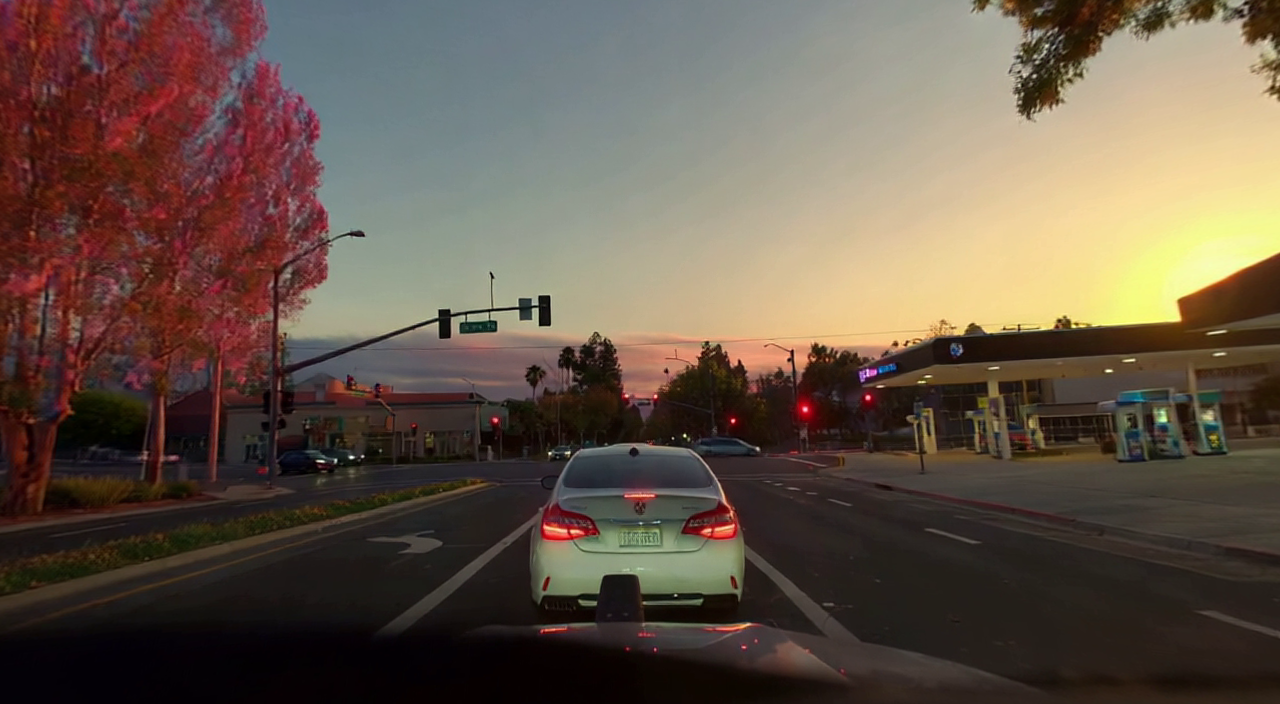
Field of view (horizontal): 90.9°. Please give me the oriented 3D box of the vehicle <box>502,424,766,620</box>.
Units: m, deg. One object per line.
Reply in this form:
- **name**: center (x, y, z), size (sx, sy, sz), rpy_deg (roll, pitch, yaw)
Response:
- **vehicle**: center (-0.044, 1.600, 6.909), size (2.010, 1.482, 4.057), rpy_deg (0, -8, 0)

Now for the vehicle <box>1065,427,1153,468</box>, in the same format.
- **vehicle**: center (18.589, 3.759, 24.903), size (4.091, 1.495, 2.053), rpy_deg (8, -12, -44)
